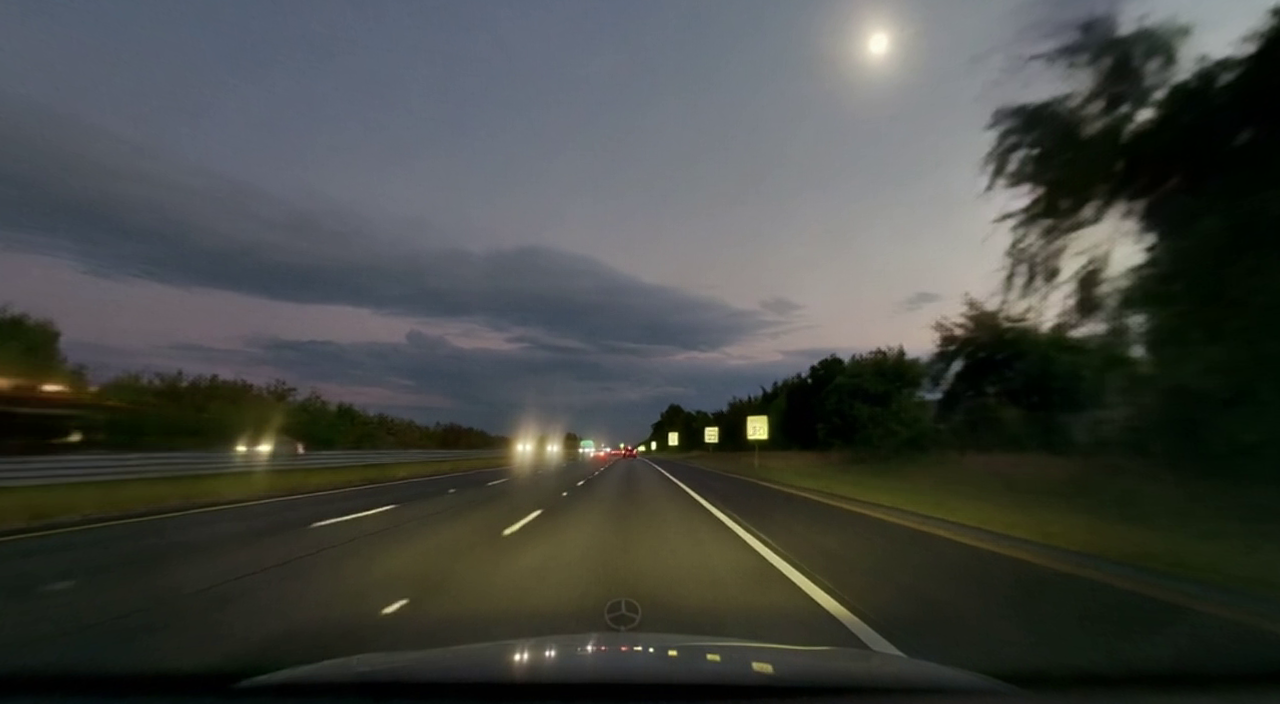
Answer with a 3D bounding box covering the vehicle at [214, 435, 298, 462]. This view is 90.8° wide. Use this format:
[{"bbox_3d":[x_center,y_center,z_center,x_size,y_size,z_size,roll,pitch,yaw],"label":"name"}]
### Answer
[{"bbox_3d":[-22.747,5.763,37.613,1.999,1.512,4.919,0,-9,-1],"label":"vehicle"}]
